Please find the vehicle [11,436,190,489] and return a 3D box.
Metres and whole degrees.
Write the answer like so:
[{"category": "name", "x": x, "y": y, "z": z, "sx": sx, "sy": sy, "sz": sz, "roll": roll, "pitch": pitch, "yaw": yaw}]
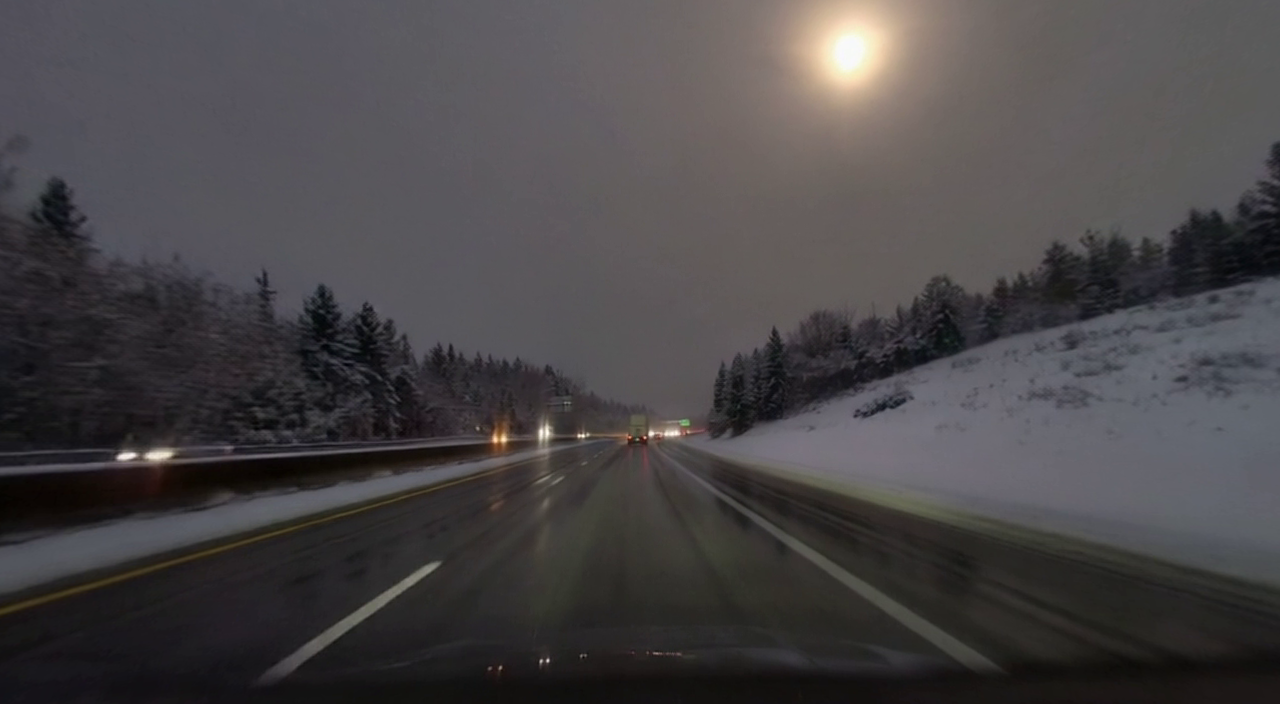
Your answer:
[{"category": "vehicle", "x": -16.988, "y": 3.449, "z": 20.240, "sx": 1.783, "sy": 1.480, "sz": 4.553, "roll": 0, "pitch": -8, "yaw": -1}]
